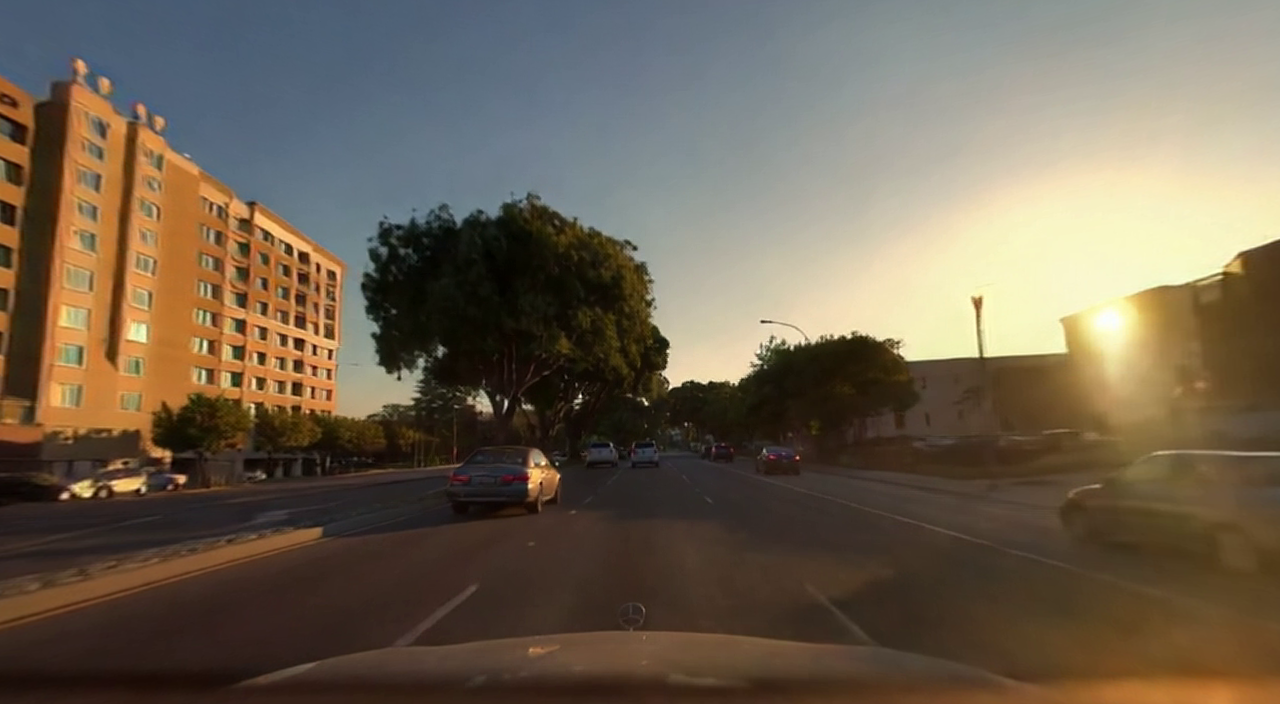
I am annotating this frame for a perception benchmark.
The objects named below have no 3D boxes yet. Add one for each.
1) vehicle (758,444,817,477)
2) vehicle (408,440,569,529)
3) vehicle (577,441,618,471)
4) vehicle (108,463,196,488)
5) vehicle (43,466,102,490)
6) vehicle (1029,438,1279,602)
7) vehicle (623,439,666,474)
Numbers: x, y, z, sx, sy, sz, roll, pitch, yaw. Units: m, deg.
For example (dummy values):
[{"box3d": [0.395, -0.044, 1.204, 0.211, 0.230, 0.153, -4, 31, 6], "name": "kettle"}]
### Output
[{"box3d": [6.974, 5.162, 30.209, 1.884, 1.458, 4.245, 0, -9, 1], "name": "vehicle"}, {"box3d": [-2.826, 2.579, 12.940, 2.095, 1.486, 4.411, 0, -9, 2], "name": "vehicle"}, {"box3d": [-2.632, 6.599, 40.109, 2.117, 1.799, 4.442, -1, -9, 2], "name": "vehicle"}, {"box3d": [-34.019, 8.610, 44.118, 4.652, 1.472, 1.932, 5, -10, -32], "name": "vehicle"}, {"box3d": [-43.189, 9.543, 47.964, 4.214, 1.644, 1.902, -5, -10, 28], "name": "vehicle"}, {"box3d": [6.715, 1.710, 6.989, 1.865, 1.458, 4.605, 0, -9, 0], "name": "vehicle"}, {"box3d": [0.287, 5.914, 35.833, 2.304, 1.795, 4.526, 0, -9, 1], "name": "vehicle"}]
